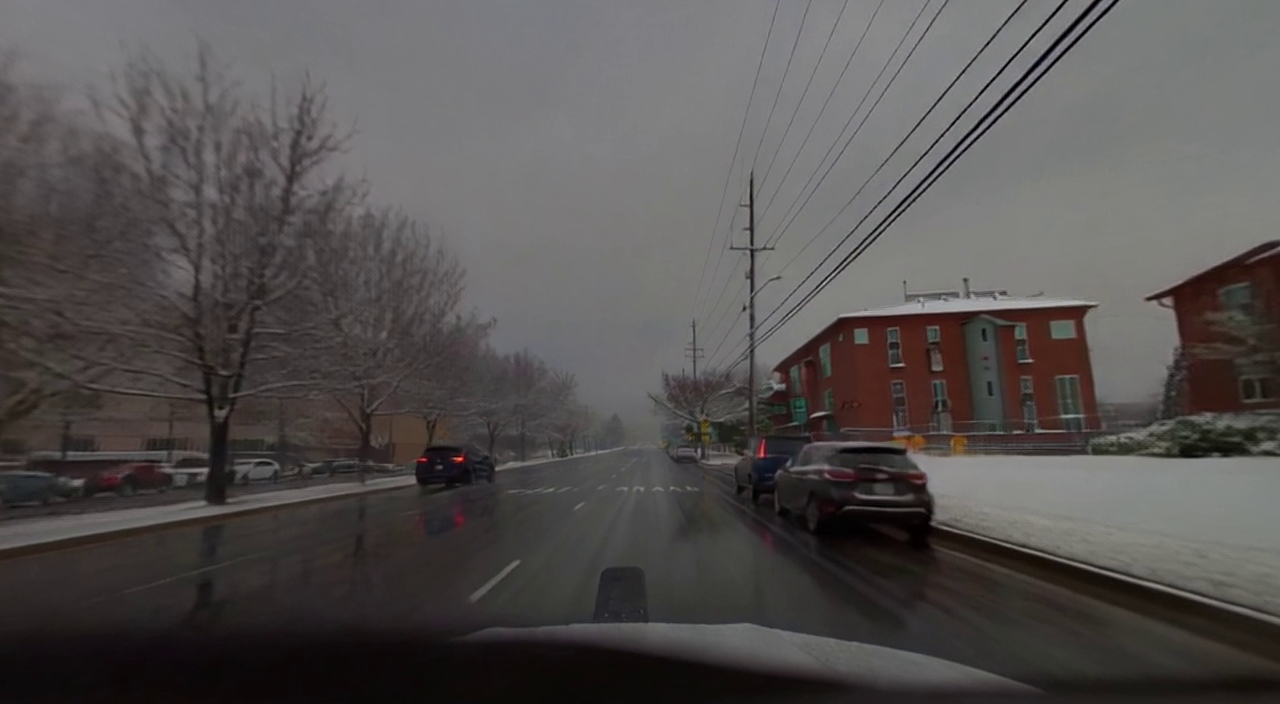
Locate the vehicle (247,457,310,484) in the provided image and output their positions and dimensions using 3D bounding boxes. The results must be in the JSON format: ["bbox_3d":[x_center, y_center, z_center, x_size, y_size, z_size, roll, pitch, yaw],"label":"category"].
[{"bbox_3d":[-25.557,8.355,44.781,1.857,1.472,4.422,-5,-7,1],"label":"vehicle"}]

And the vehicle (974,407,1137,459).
[{"bbox_3d":[22.921,4.519,35.106,6.917,2.731,2.901,0,-8,1],"label":"vehicle"}]

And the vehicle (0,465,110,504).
[{"bbox_3d":[-25.815,5.741,27.696,1.706,1.435,3.899,0,-8,-2],"label":"vehicle"}]

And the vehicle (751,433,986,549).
[{"bbox_3d":[3.389,2.153,10.541,2.259,1.500,4.474,0,-8,0],"label":"vehicle"}]

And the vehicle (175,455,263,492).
[{"bbox_3d":[-25.599,7.368,38.544,2.132,1.492,4.734,-4,-4,1],"label":"vehicle"}]

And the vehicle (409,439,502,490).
[{"bbox_3d":[-6.643,4.072,23.311,2.000,1.671,4.497,0,-8,1],"label":"vehicle"}]

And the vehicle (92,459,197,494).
[{"bbox_3d":[-25.753,6.474,33.022,1.926,1.557,4.385,0,-8,0],"label":"vehicle"}]

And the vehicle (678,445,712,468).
[{"bbox_3d":[3.948,7.574,45.983,2.048,1.556,4.753,0,-8,0],"label":"vehicle"}]
